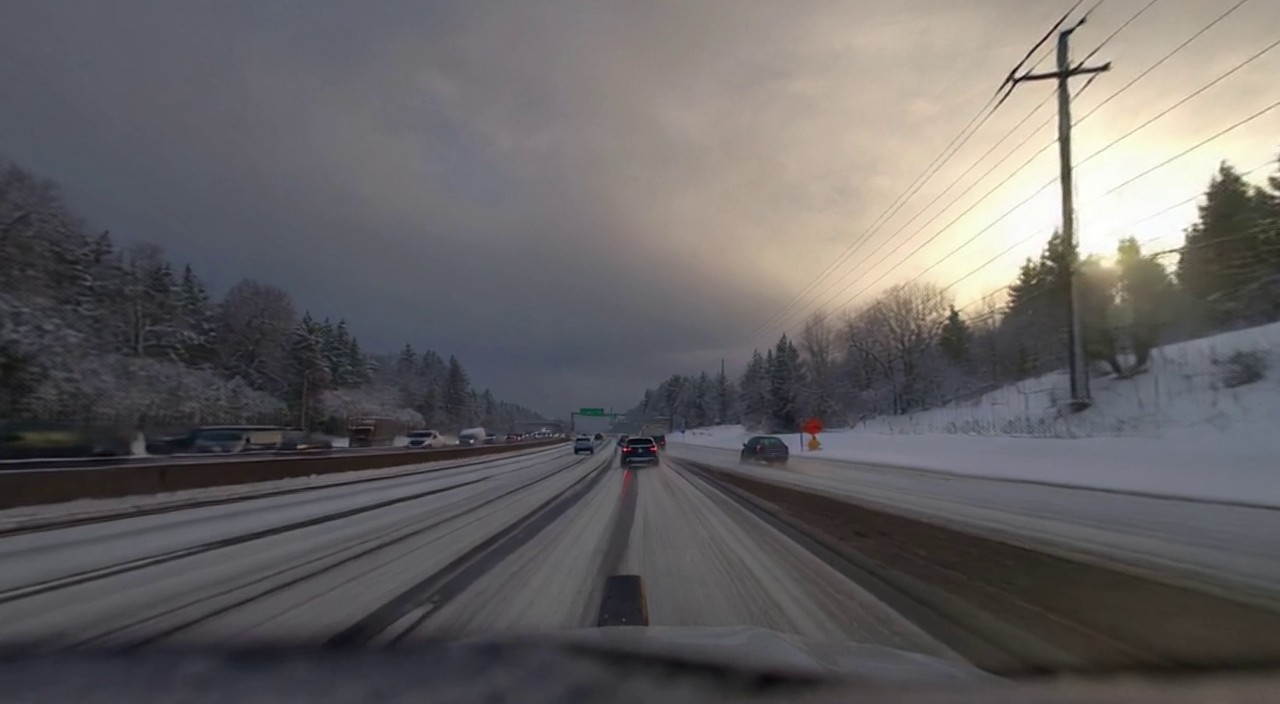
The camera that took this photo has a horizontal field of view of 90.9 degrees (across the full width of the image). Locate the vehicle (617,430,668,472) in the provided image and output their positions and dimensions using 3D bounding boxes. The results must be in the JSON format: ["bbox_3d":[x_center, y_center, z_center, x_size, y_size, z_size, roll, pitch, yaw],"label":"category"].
[{"bbox_3d":[0.075,4.566,29.240,2.192,1.769,4.287,0,-8,-1],"label":"vehicle"}]

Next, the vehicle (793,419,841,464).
[{"bbox_3d":[11.509,5.828,41.162,2.162,2.775,2.707,0,-8,-4],"label":"vehicle"}]

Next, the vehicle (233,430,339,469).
[{"bbox_3d":[-16.041,4.451,28.965,2.055,1.611,4.851,0,-8,0],"label":"vehicle"}]

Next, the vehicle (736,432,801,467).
[{"bbox_3d":[6.706,5.156,33.462,2.099,1.720,4.829,0,-8,-5],"label":"vehicle"}]

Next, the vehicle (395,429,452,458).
[{"bbox_3d":[-16.449,7.019,48.364,2.339,2.062,5.804,0,-8,-1],"label":"vehicle"}]

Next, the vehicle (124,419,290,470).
[{"bbox_3d":[-20.354,4.454,30.355,2.860,2.155,7.249,0,-8,0],"label":"vehicle"}]

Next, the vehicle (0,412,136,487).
[{"bbox_3d":[-16.500,2.518,16.235,2.188,1.786,5.759,0,-8,1],"label":"vehicle"}]
